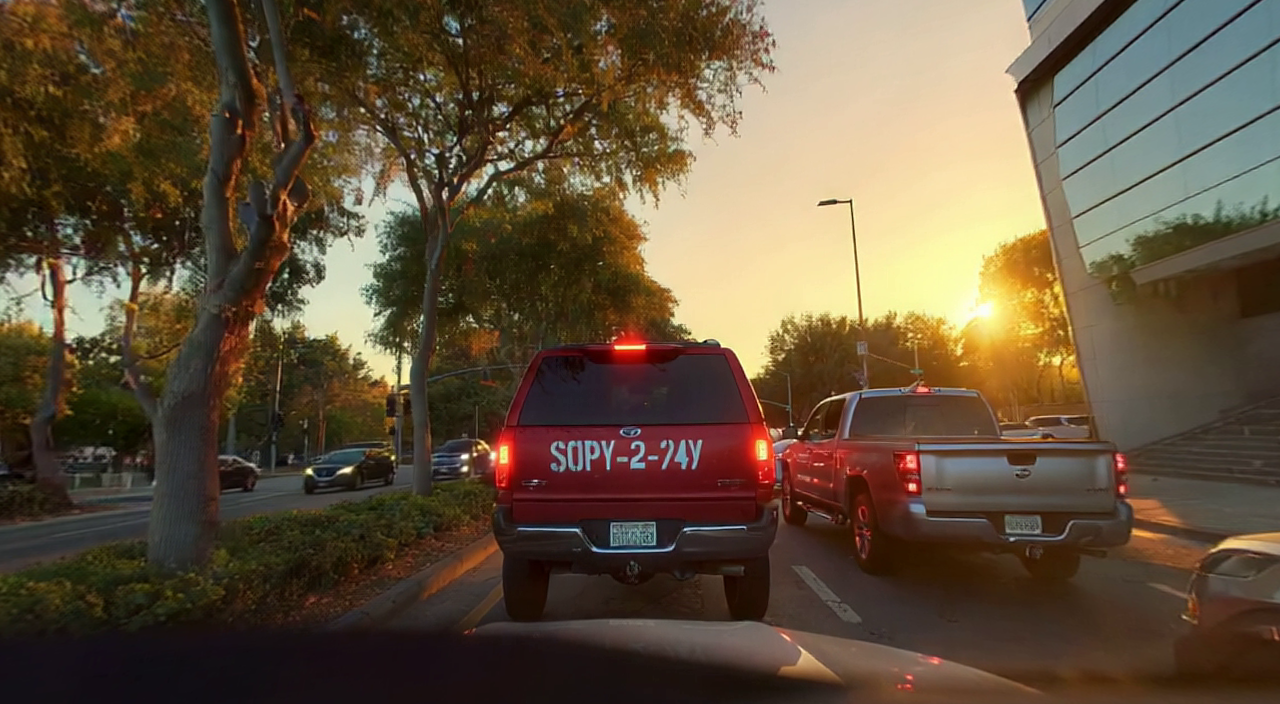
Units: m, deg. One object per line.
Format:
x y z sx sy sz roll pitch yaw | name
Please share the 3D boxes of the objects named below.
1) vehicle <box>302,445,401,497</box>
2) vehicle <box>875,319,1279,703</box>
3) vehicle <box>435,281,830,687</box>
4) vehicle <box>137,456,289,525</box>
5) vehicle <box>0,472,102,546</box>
-12.506 5.148 27.753 2.111 1.917 4.758 -4 -9 1 | vehicle
3.086 0.986 3.497 2.022 1.700 4.410 0 -8 3 | vehicle
0.013 1.055 5.942 2.267 2.372 4.366 0 -8 2 | vehicle
-16.220 5.214 24.374 2.637 2.293 4.494 0 -8 0 | vehicle
-17.068 3.993 15.928 2.317 1.711 4.837 -1 -9 8 | vehicle
